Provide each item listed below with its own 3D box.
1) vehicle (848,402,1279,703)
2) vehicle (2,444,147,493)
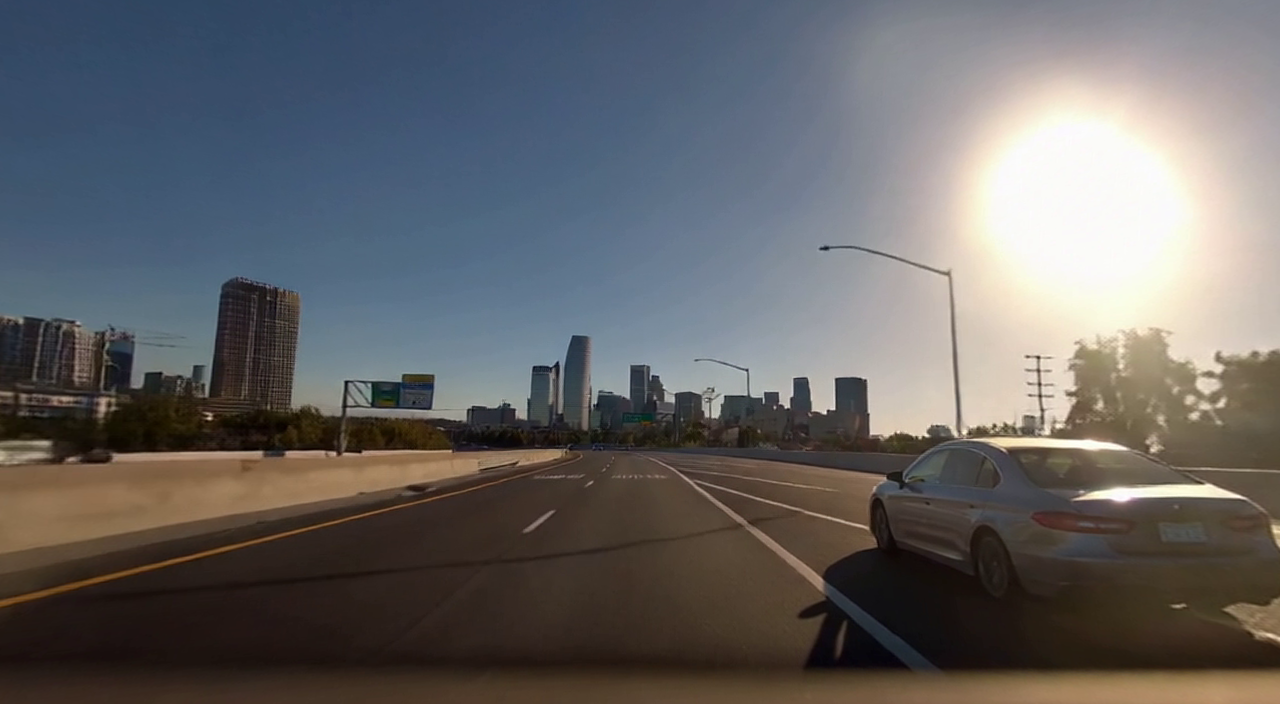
[{"bbox_3d":[3.721,1.400,5.643,2.104,1.575,4.698,0,-8,0],"label":"vehicle"},{"bbox_3d":[-23.635,4.853,26.607,2.278,1.868,4.032,0,-8,1],"label":"vehicle"}]
